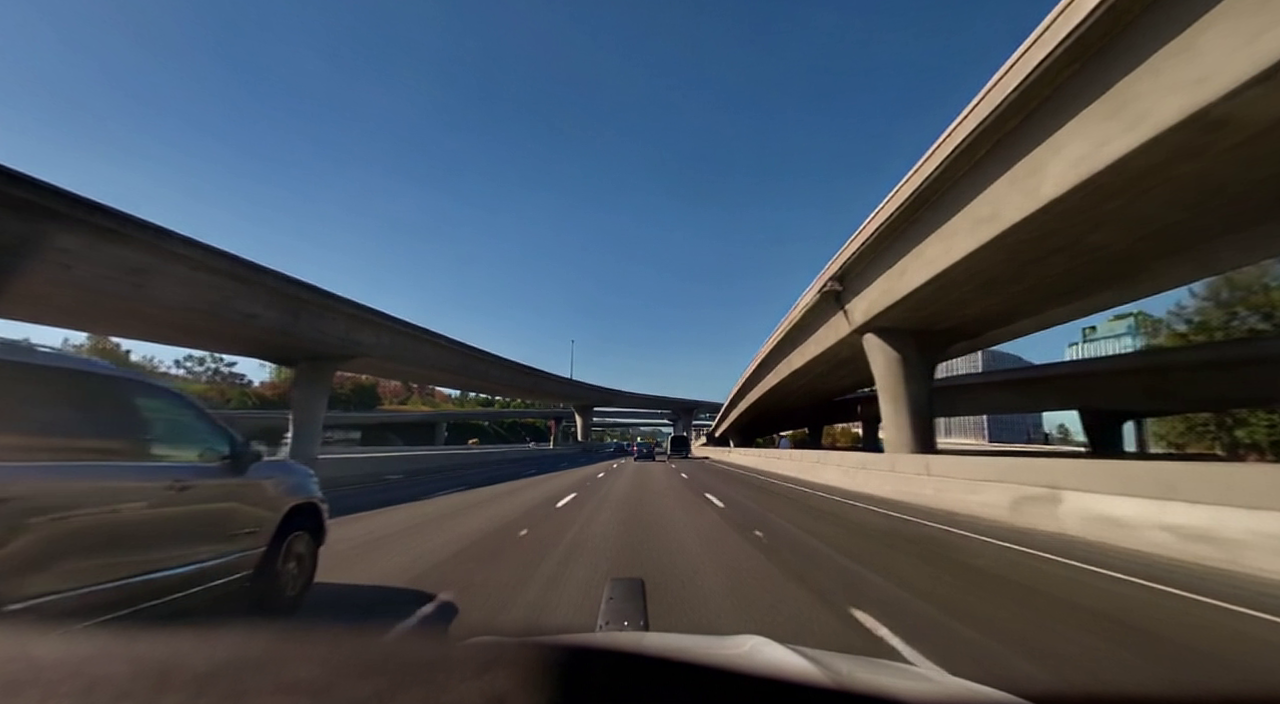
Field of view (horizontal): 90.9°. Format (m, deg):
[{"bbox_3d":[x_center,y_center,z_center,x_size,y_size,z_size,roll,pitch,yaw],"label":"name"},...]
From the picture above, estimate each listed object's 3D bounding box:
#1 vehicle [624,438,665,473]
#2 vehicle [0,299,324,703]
[{"bbox_3d":[0.236,5.550,33.951,2.052,1.711,4.223,0,-9,0],"label":"vehicle"},{"bbox_3d":[-3.885,0.780,3.044,2.147,1.918,4.834,0,-8,0],"label":"vehicle"}]
